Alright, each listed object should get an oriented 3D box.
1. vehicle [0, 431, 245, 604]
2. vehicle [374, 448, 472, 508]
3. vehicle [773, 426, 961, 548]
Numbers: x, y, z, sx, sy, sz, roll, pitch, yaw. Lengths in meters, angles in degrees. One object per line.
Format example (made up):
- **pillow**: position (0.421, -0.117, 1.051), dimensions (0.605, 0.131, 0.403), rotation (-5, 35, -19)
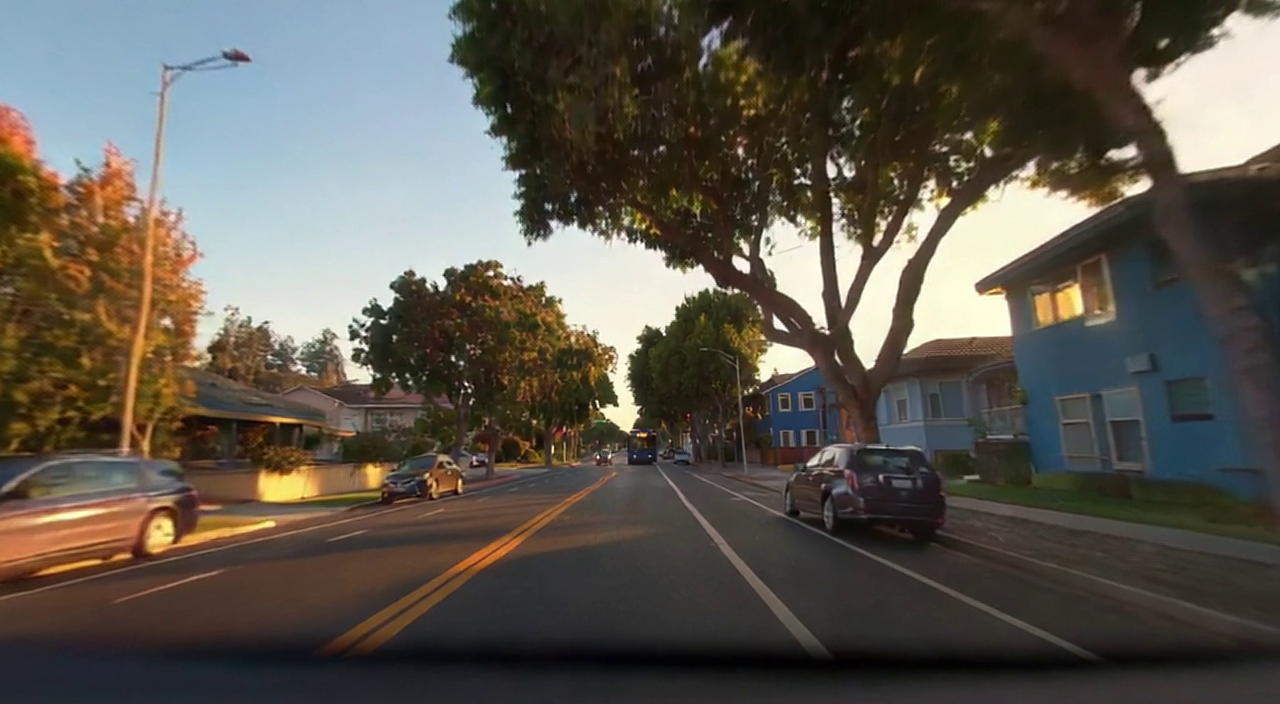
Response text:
- **vehicle**: position (-7.964, 2.098, 8.338), dimensions (2.094, 1.840, 5.450), rotation (-5, -9, -1)
- **vehicle**: position (-7.741, 4.483, 22.997), dimensions (1.898, 1.755, 4.603), rotation (-5, -9, -1)
- **vehicle**: position (4.310, 2.618, 12.949), dimensions (2.060, 1.833, 4.927), rotation (5, -9, 1)
